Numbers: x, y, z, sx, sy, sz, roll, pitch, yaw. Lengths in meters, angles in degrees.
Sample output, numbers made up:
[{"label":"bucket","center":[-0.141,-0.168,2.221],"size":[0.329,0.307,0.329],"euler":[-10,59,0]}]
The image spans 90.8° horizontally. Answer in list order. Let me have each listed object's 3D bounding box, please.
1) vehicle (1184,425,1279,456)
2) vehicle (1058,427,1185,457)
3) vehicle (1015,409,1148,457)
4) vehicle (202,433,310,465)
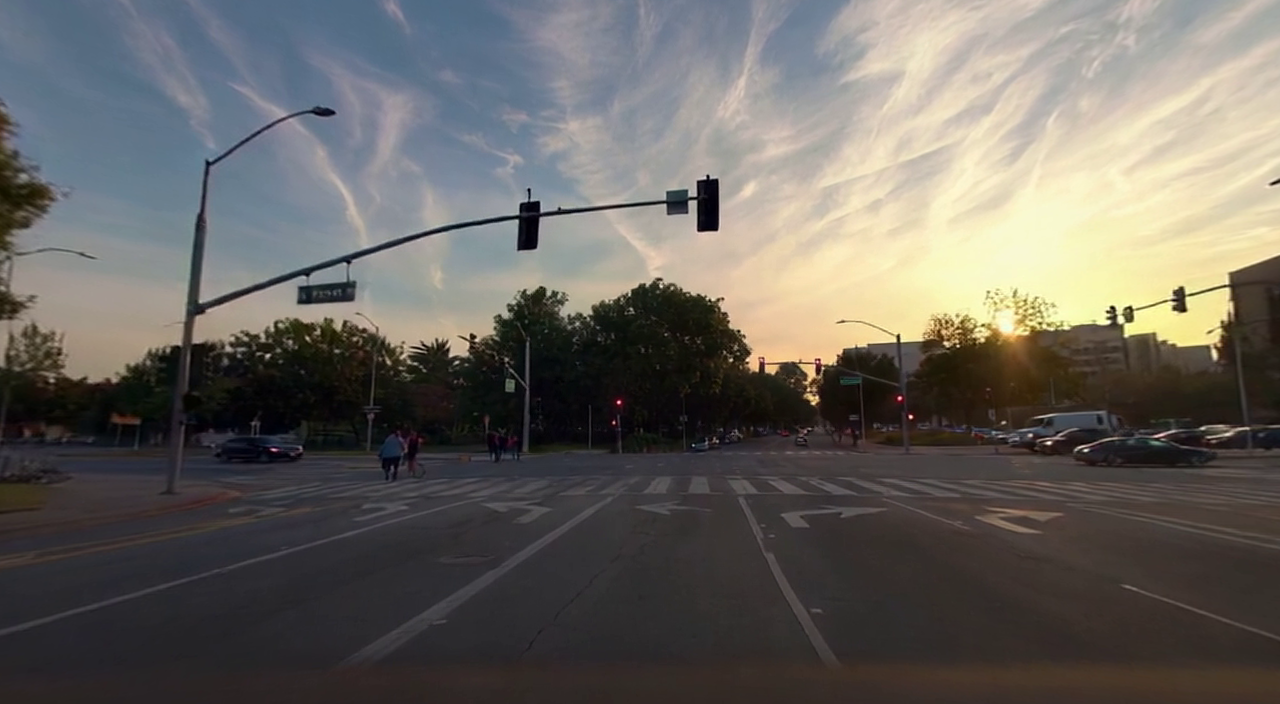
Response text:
[{"label":"vehicle","center":[35.038,5.115,36.570],"size":[4.896,1.729,1.952],"euler":[-2,-9,10]},{"label":"vehicle","center":[24.410,4.604,32.199],"size":[4.740,1.464,1.876],"euler":[-1,-9,9]},{"label":"vehicle","center":[26.627,4.980,38.366],"size":[5.855,2.746,2.523],"euler":[-2,-9,10]},{"label":"vehicle","center":[-18.895,4.787,31.130],"size":[4.265,1.493,1.871],"euler":[-2,-9,10]}]
